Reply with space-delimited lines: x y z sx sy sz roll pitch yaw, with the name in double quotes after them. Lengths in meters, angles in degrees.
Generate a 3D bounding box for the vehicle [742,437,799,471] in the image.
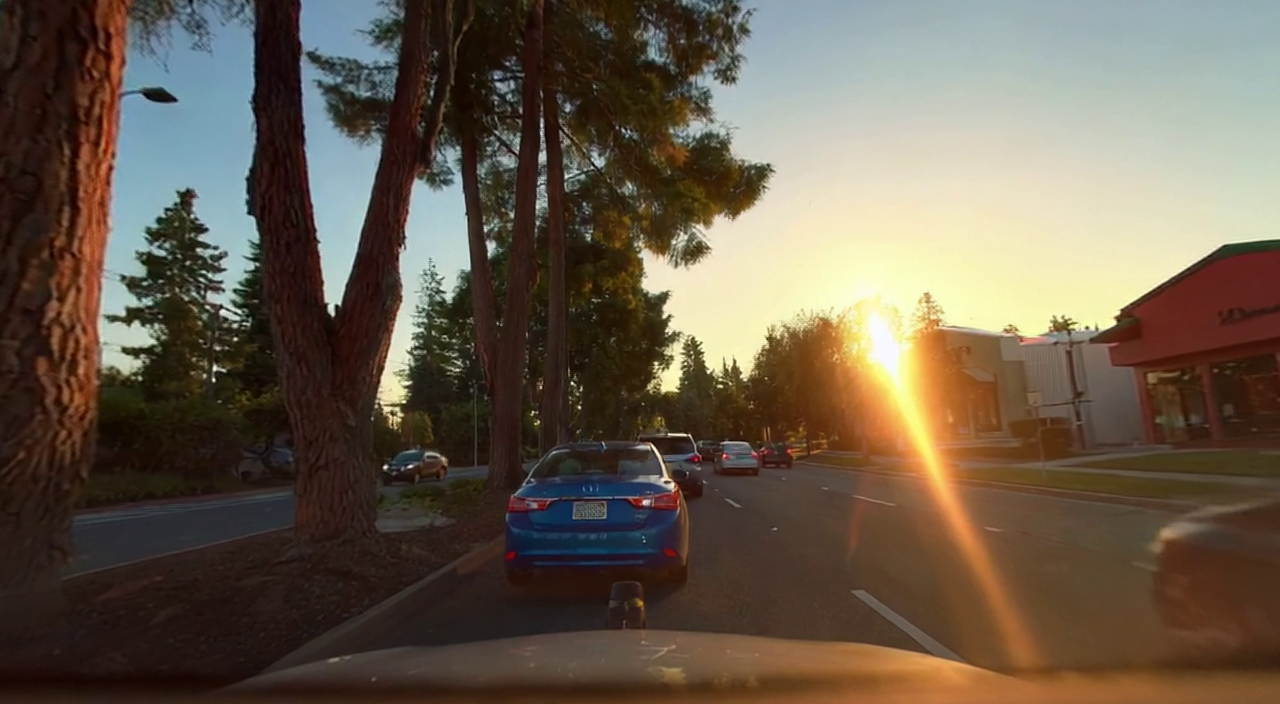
7.652 6.030 37.399 2.253 1.854 5.409 0 -9 0 "vehicle"

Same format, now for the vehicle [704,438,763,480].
3.967 4.597 27.271 1.946 1.648 4.230 0 -9 0 "vehicle"

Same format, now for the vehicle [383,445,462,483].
-11.912 6.180 34.972 2.257 1.904 5.751 0 -9 1 "vehicle"

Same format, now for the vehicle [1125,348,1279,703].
3.508 0.593 1.054 1.971 1.637 4.317 0 -9 2 "vehicle"

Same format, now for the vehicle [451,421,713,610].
-0.471 1.627 7.155 2.111 1.506 4.018 0 -9 0 "vehicle"
